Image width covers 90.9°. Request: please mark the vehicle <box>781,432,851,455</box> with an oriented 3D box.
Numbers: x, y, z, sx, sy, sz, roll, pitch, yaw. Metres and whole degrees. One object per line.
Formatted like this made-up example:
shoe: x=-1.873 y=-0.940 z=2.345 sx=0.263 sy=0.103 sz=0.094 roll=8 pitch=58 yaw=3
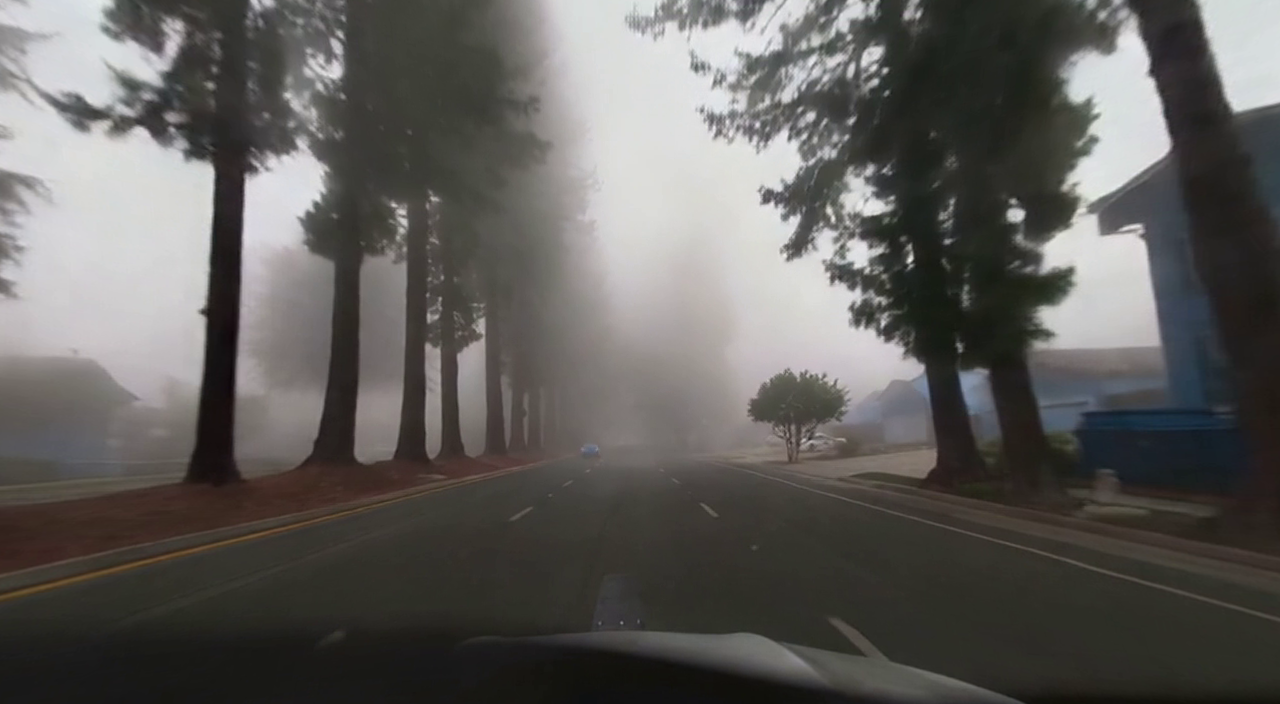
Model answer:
vehicle: x=12.206 y=6.339 z=43.739 sx=4.630 sy=1.461 sz=1.817 roll=4 pitch=-9 yaw=-27
